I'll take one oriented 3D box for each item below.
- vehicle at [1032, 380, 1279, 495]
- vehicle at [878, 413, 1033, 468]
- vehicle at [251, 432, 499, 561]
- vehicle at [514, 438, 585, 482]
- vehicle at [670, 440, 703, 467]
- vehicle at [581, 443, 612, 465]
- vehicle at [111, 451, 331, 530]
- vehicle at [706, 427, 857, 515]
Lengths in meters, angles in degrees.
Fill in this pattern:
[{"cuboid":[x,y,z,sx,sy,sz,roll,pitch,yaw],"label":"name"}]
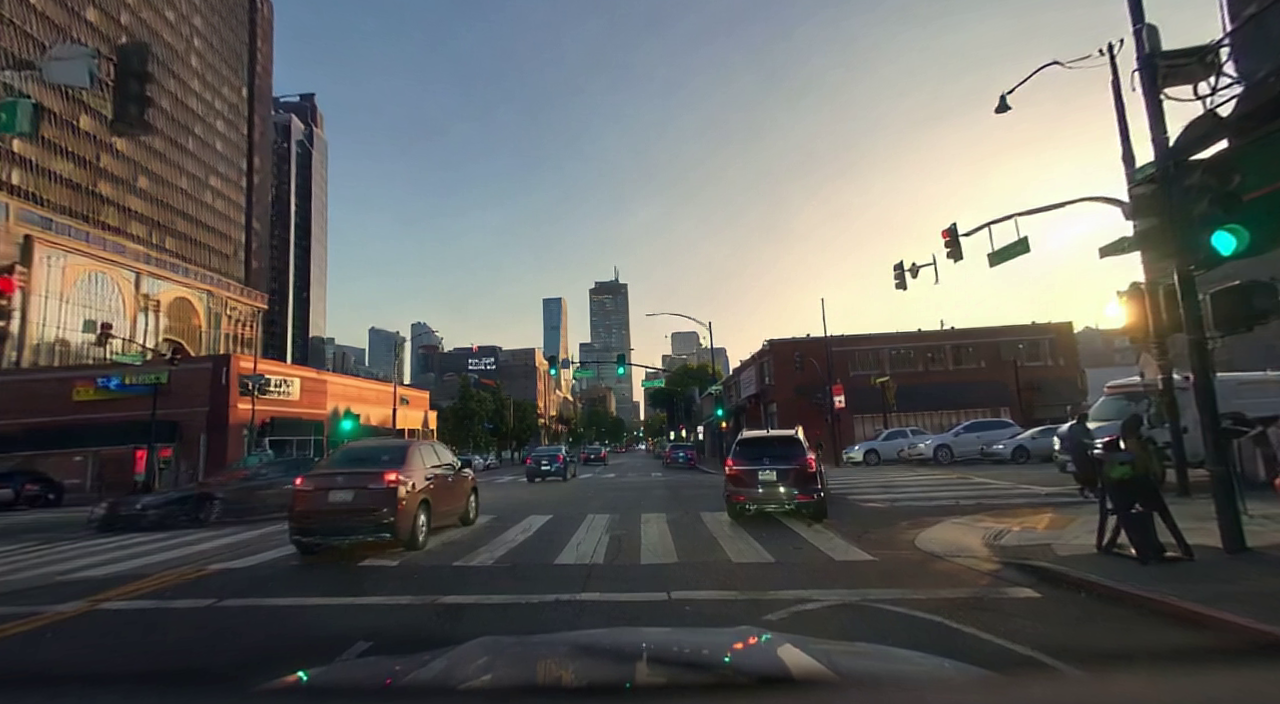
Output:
[{"cuboid":[11.907,1.811,13.411,5.523,2.219,2.251,0,-8,1],"label":"vehicle"},{"cuboid":[12.603,3.568,25.465,5.004,1.771,2.159,-4,-8,1],"label":"vehicle"},{"cuboid":[-3.530,1.969,9.278,1.973,1.496,3.713,0,-8,1],"label":"vehicle"},{"cuboid":[-3.316,4.076,24.074,1.916,1.487,4.535,0,-8,2],"label":"vehicle"},{"cuboid":[3.193,7.042,44.042,1.924,1.765,3.954,0,-8,-2],"label":"vehicle"},{"cuboid":[-3.141,7.375,45.856,1.888,1.489,3.863,0,-8,1],"label":"vehicle"},{"cuboid":[-9.239,3.048,14.495,1.922,1.457,4.494,0,-8,1],"label":"vehicle"},{"cuboid":[3.147,2.388,13.210,2.153,1.480,4.540,-4,-9,24],"label":"vehicle"}]
